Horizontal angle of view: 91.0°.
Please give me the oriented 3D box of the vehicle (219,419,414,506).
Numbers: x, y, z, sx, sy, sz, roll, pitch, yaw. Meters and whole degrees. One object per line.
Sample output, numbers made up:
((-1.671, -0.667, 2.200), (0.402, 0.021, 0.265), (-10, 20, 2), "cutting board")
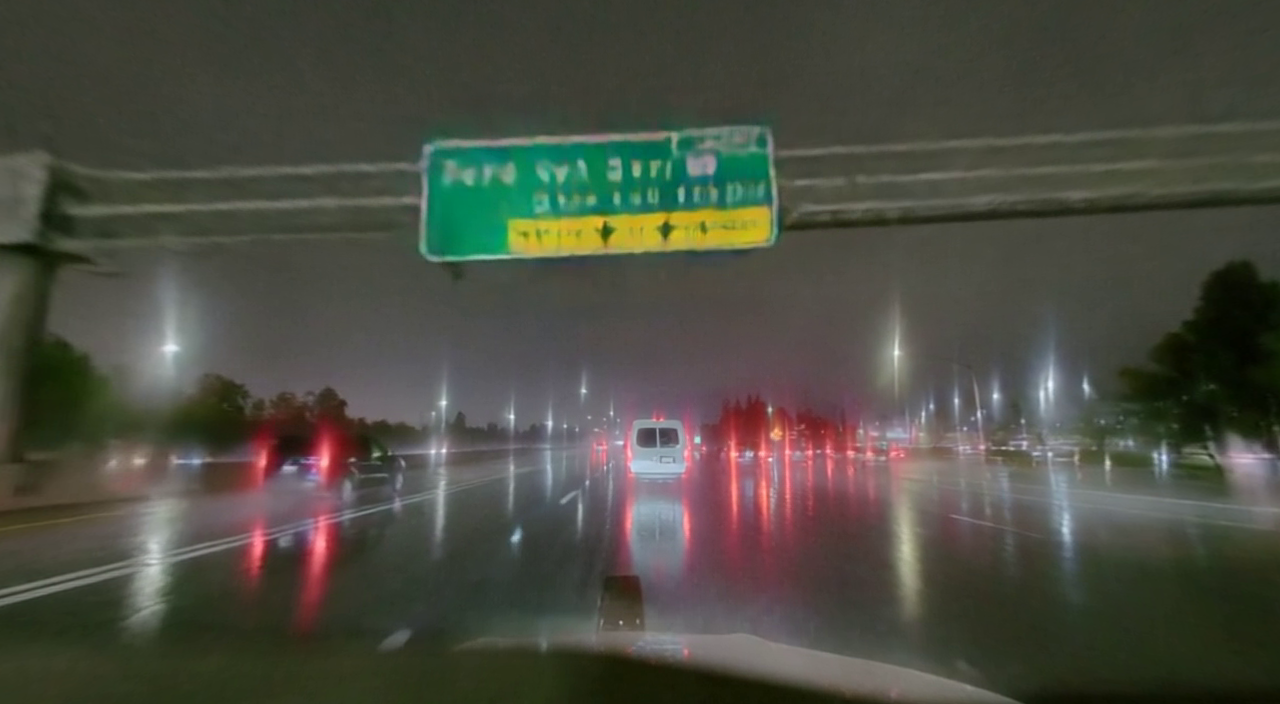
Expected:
((-7.652, 2.675, 15.652), (2.192, 1.776, 4.957), (0, -9, 0), "vehicle")

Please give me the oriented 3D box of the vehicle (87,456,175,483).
((-32.209, 7.407, 40.025), (1.804, 1.504, 4.468), (0, -9, 1), "vehicle")

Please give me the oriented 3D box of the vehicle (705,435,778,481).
((3.961, 4.223, 25.319), (2.146, 1.678, 4.489), (0, -9, -1), "vehicle")

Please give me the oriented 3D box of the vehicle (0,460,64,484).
((-44.965, 8.675, 45.727), (1.805, 1.525, 4.591), (0, -9, 0), "vehicle")

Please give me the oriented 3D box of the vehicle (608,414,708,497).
((0.427, 2.958, 18.279), (2.509, 2.062, 4.639), (0, -9, -1), "vehicle")
